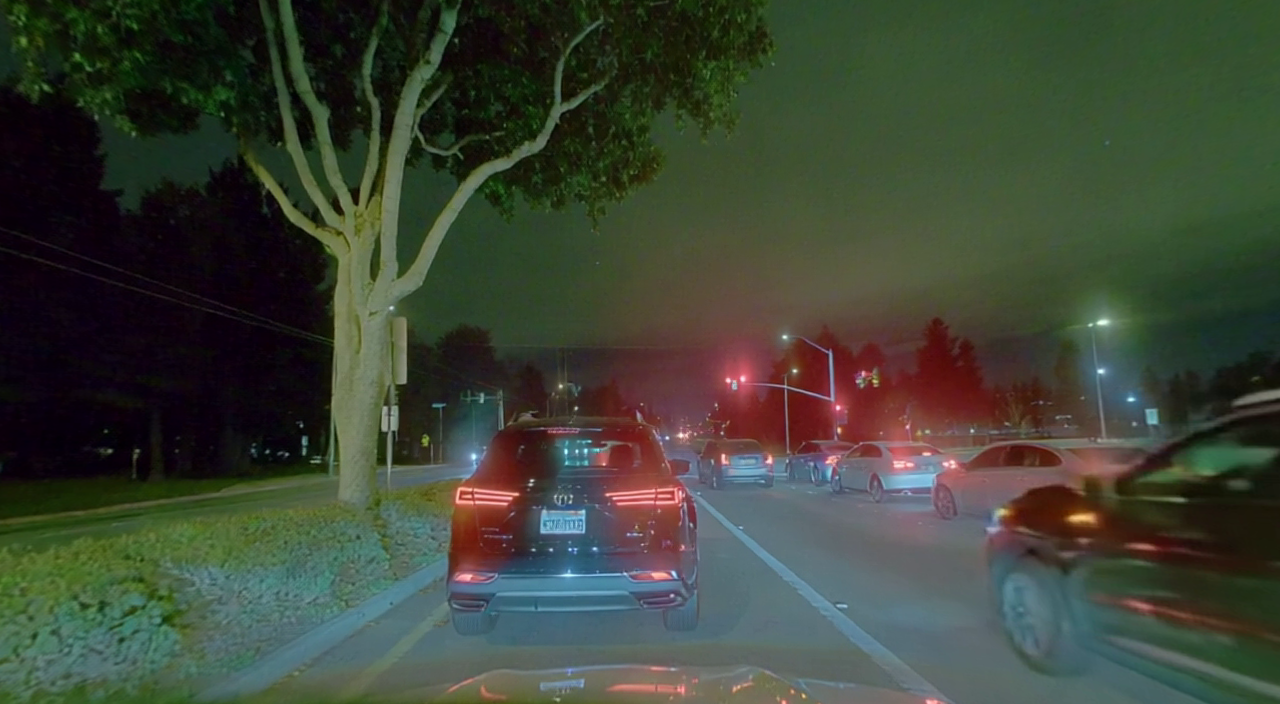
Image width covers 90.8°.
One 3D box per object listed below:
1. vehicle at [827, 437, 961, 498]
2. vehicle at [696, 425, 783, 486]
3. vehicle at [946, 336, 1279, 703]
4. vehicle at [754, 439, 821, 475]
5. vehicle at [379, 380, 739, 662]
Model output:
[{"bbox_3d":[6.928,3.188,17.844,1.890,1.489,4.415,0,-9,-1],"label":"vehicle"},{"bbox_3d":[3.336,3.603,22.238,2.200,1.909,4.853,0,-9,-1],"label":"vehicle"},{"bbox_3d":[3.224,0.807,2.294,1.963,1.682,4.407,0,-9,0],"label":"vehicle"},{"bbox_3d":[6.607,4.769,28.834,1.917,1.489,4.625,0,-8,0],"label":"vehicle"},{"bbox_3d":[-0.447,1.347,6.085,2.201,1.709,4.271,0,-9,2],"label":"vehicle"}]
